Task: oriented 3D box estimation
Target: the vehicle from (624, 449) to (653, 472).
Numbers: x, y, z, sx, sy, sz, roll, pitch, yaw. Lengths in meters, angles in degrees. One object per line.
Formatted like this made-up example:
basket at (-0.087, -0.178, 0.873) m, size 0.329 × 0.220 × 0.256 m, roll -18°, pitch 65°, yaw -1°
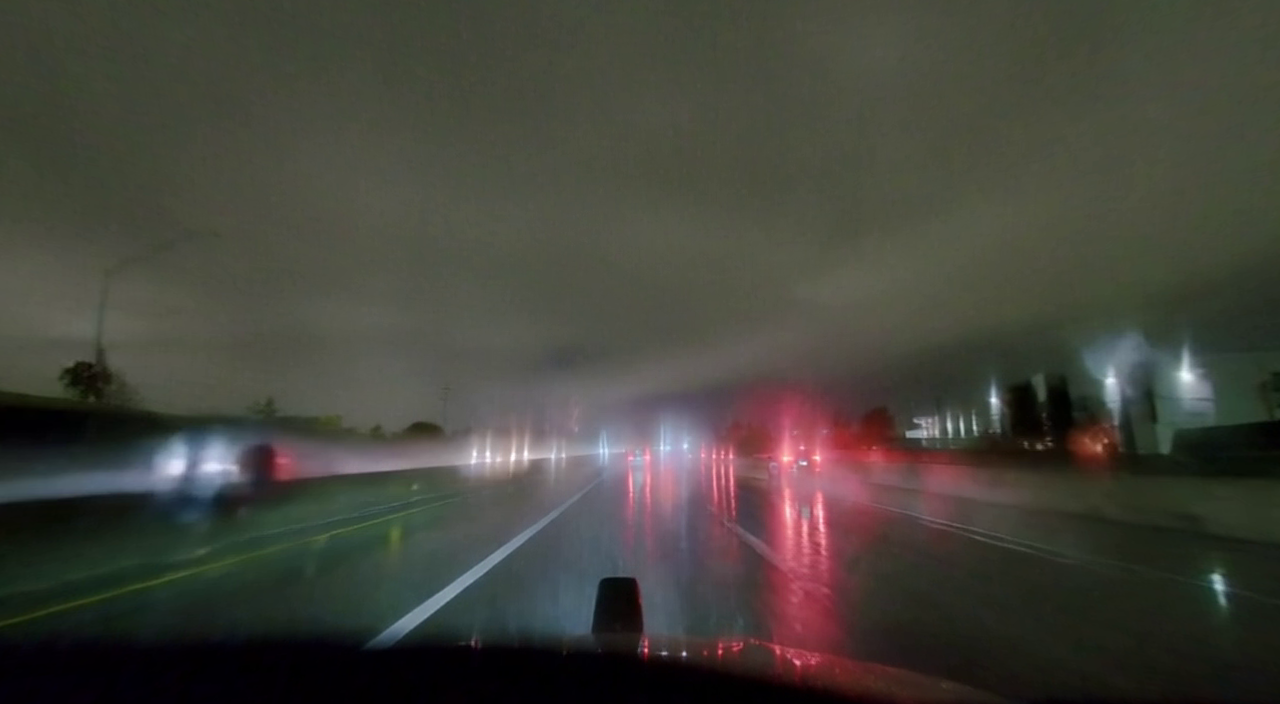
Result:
vehicle at (-0.103, 7.840, 45.396) m, size 2.025 × 1.526 × 4.181 m, roll 0°, pitch -9°, yaw 0°

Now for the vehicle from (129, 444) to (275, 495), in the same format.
vehicle at (-15.656, 4.202, 22.806) m, size 1.935 × 1.622 × 4.608 m, roll -1°, pitch -9°, yaw 1°

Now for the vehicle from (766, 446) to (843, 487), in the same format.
vehicle at (6.864, 4.817, 26.694) m, size 2.008 × 1.533 × 4.592 m, roll 0°, pitch -9°, yaw -1°
